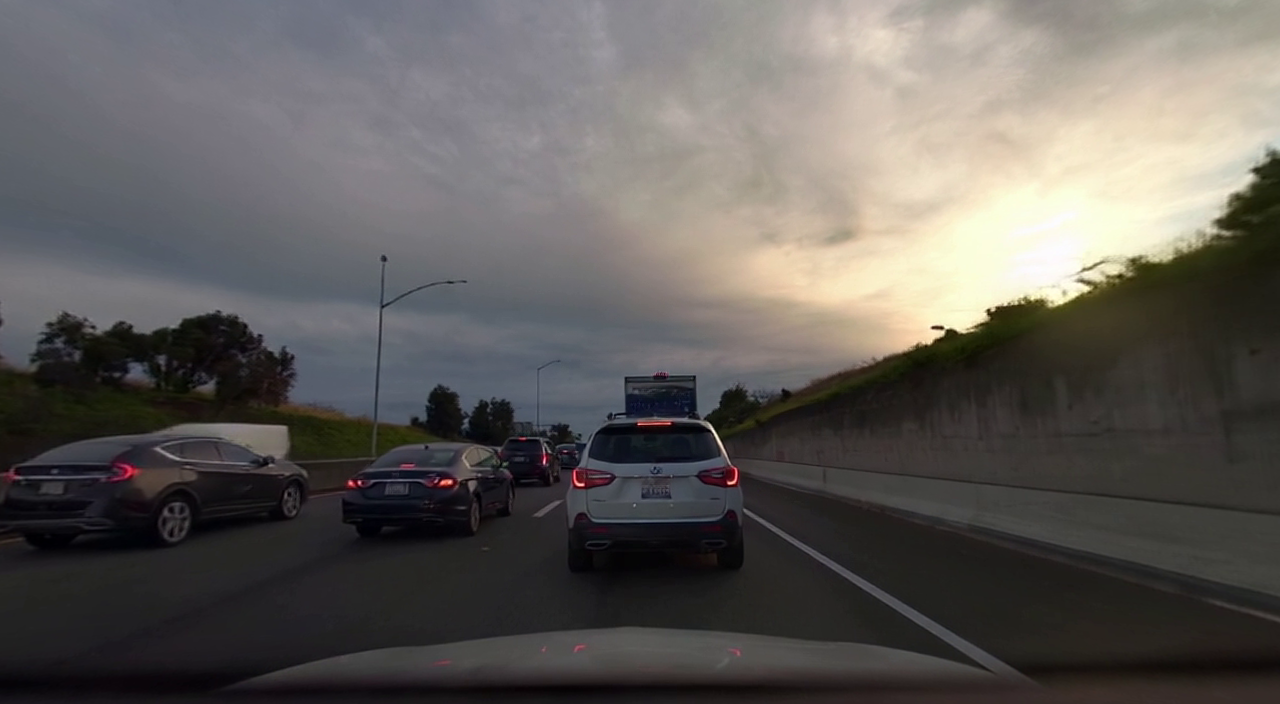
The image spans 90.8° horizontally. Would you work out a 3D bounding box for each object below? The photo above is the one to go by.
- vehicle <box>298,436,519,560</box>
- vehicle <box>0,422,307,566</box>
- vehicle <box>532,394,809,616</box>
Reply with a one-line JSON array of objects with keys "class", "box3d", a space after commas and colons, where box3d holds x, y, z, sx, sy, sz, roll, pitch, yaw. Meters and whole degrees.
[{"class": "vehicle", "box3d": [-3.250, 2.121, 9.840, 1.917, 1.506, 3.949, 0, -9, 1]}, {"class": "vehicle", "box3d": [-7.479, 2.051, 9.865, 1.986, 1.700, 4.558, 0, -9, 1]}, {"class": "vehicle", "box3d": [0.207, 1.633, 7.790, 2.210, 1.760, 5.303, 0, -9, -1]}]
